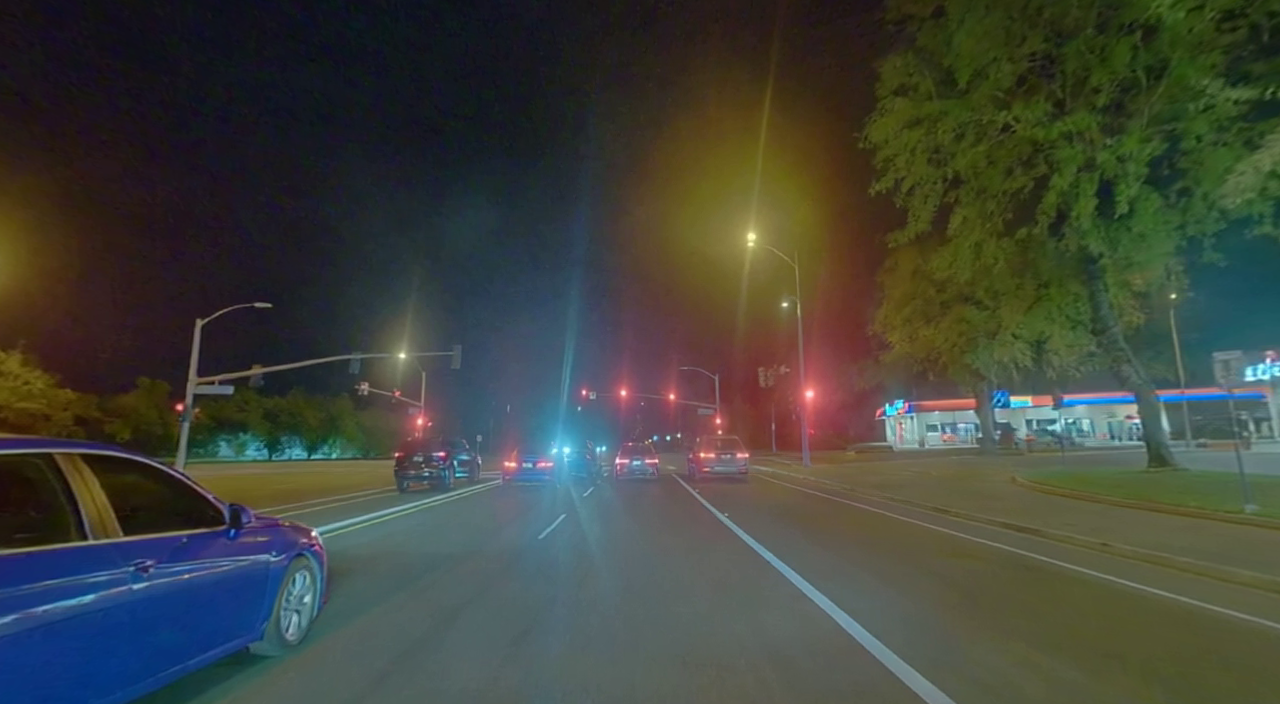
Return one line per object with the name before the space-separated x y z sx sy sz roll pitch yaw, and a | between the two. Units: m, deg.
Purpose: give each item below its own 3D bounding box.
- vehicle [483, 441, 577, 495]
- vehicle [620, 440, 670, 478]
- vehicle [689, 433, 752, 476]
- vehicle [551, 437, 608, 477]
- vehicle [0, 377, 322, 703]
vehicle | -3.275 3.554 19.622 2.014 1.472 4.357 0 -9 2
vehicle | 0.215 4.659 27.617 2.032 1.499 3.994 0 -9 1
vehicle | 3.435 4.480 27.640 2.076 1.691 4.402 0 -9 -1
vehicle | -2.715 4.819 29.147 2.072 1.694 4.070 0 -9 2
vehicle | -3.132 0.758 1.385 2.249 1.517 4.951 0 -9 0
